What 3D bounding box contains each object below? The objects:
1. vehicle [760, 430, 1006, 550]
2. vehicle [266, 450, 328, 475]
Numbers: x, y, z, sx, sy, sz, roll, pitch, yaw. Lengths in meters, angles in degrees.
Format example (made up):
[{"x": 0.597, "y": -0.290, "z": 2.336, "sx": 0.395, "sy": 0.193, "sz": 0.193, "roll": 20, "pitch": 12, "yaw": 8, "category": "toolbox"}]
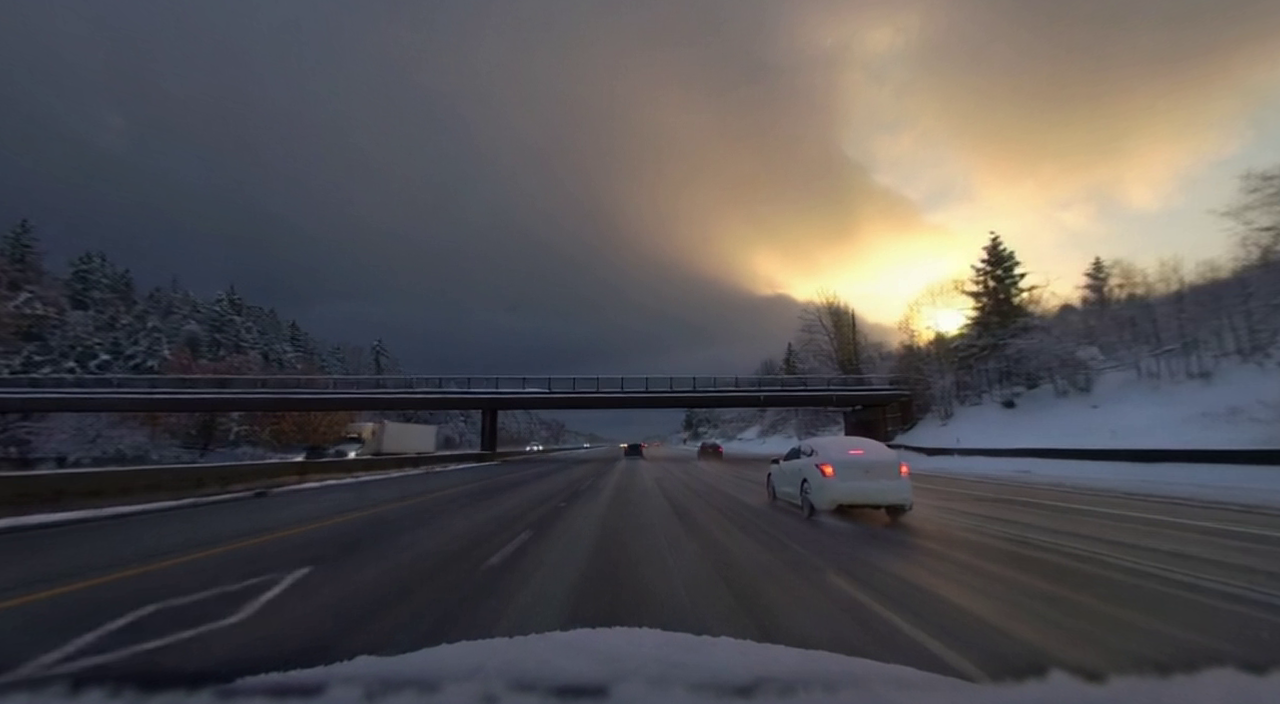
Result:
[{"x": 3.498, "y": 2.071, "z": 10.260, "sx": 2.076, "sy": 1.472, "sz": 4.562, "roll": 0, "pitch": -8, "yaw": -1, "category": "vehicle"}, {"x": -23.711, "y": 7.633, "z": 43.862, "sx": 1.880, "sy": 1.492, "sz": 4.348, "roll": 1, "pitch": -8, "yaw": 0, "category": "vehicle"}]
